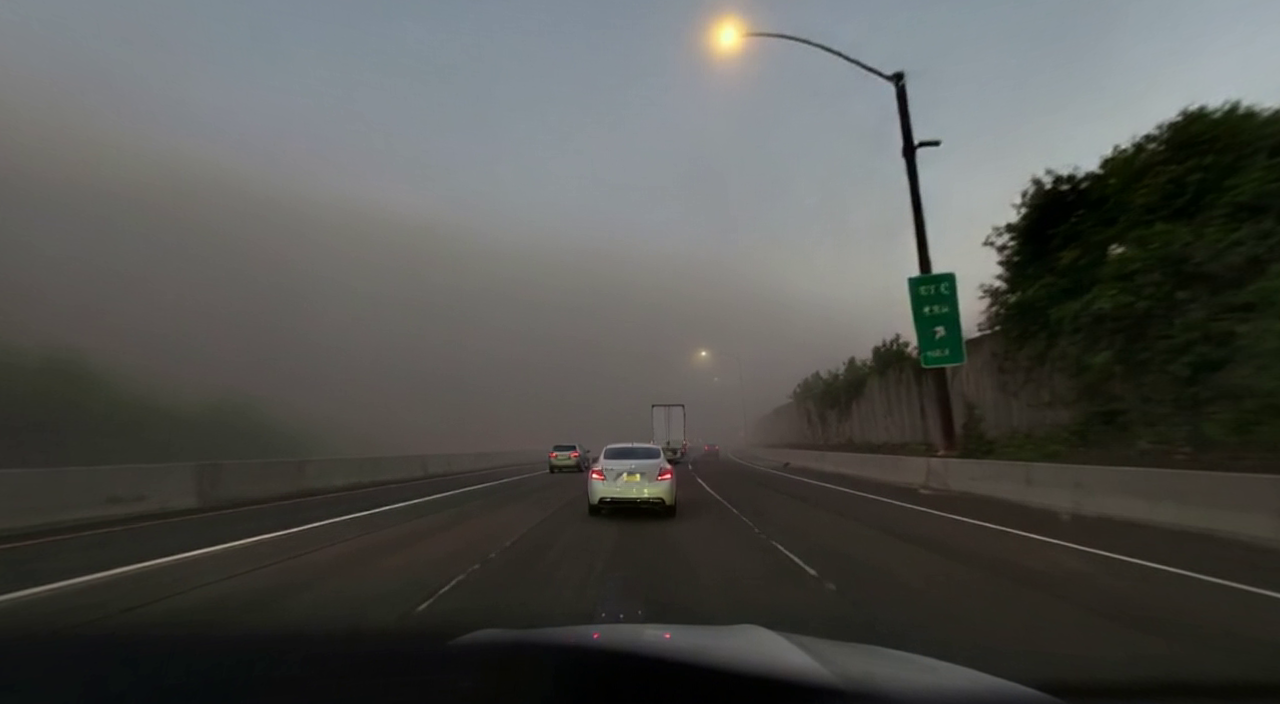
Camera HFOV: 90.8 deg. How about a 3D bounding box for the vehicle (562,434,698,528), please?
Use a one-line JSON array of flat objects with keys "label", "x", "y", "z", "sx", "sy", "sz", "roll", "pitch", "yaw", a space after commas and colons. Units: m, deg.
[{"label": "vehicle", "x": -0.124, "y": 2.345, "z": 12.025, "sx": 2.136, "sy": 1.470, "sz": 3.971, "roll": 0, "pitch": -9, "yaw": 1}]
